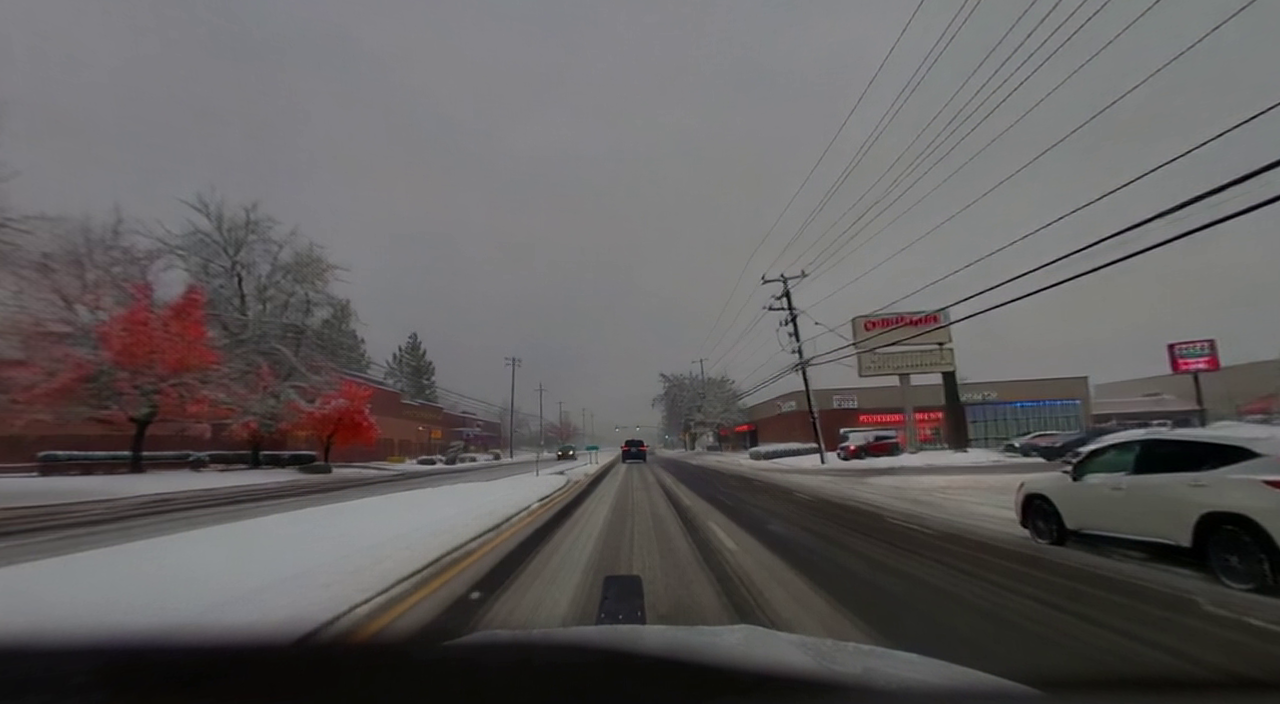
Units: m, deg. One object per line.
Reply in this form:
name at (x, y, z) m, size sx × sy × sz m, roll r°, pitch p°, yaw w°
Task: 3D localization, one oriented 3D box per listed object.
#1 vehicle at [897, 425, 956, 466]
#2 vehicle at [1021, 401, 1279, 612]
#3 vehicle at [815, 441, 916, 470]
vehicle at (19.133, 6.220, 42.198) m, size 2.918 × 2.614 × 1.930 m, roll 3°, pitch -9°, yaw -18°
vehicle at (6.206, 1.427, 6.280) m, size 1.995 × 1.705 × 4.434 m, roll 0°, pitch -9°, yaw -1°
vehicle at (14.534, 6.646, 40.826) m, size 5.733 × 1.610 × 2.253 m, roll 0°, pitch -8°, yaw -11°
